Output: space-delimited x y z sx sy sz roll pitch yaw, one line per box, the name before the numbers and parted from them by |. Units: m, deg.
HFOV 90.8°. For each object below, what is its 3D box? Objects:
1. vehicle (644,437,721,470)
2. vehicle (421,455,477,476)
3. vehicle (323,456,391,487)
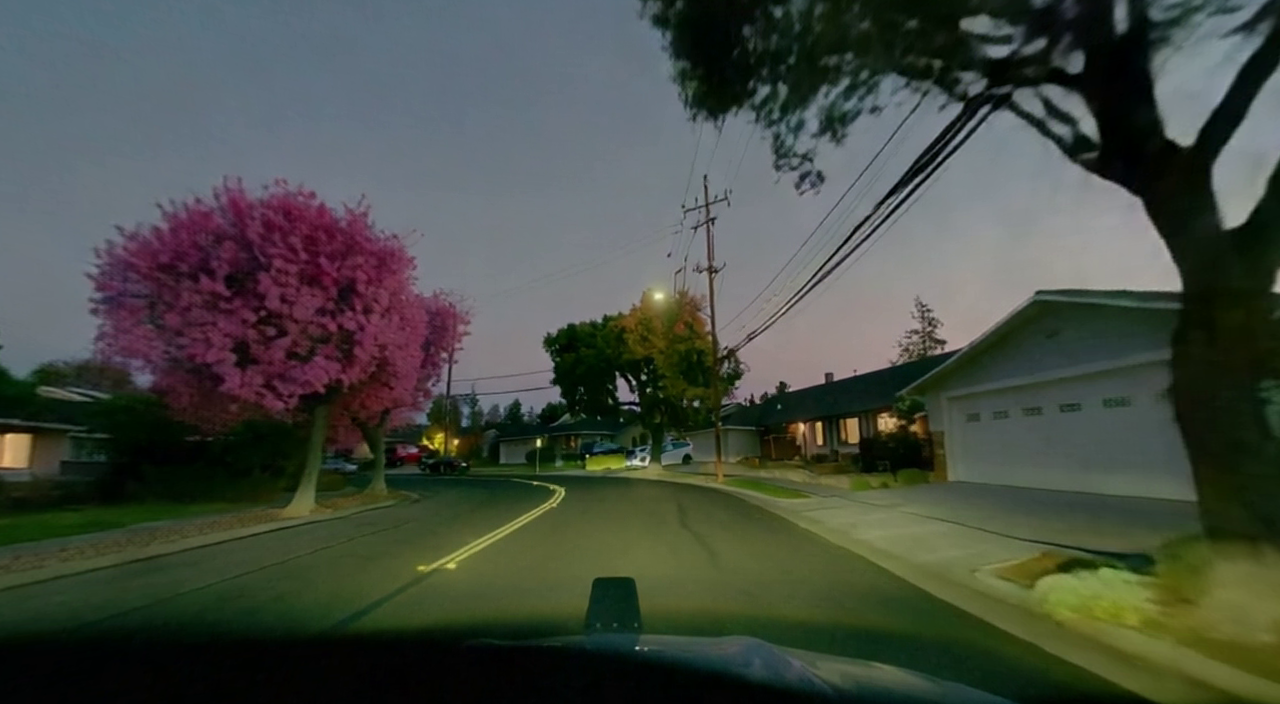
vehicle | 2.736 6.474 40.514 4.459 1.738 1.930 0 -8 -28
vehicle | -14.627 8.649 48.355 4.019 1.484 1.978 -6 -10 33
vehicle | -17.227 7.214 38.389 3.897 1.493 1.942 -3 -6 34
